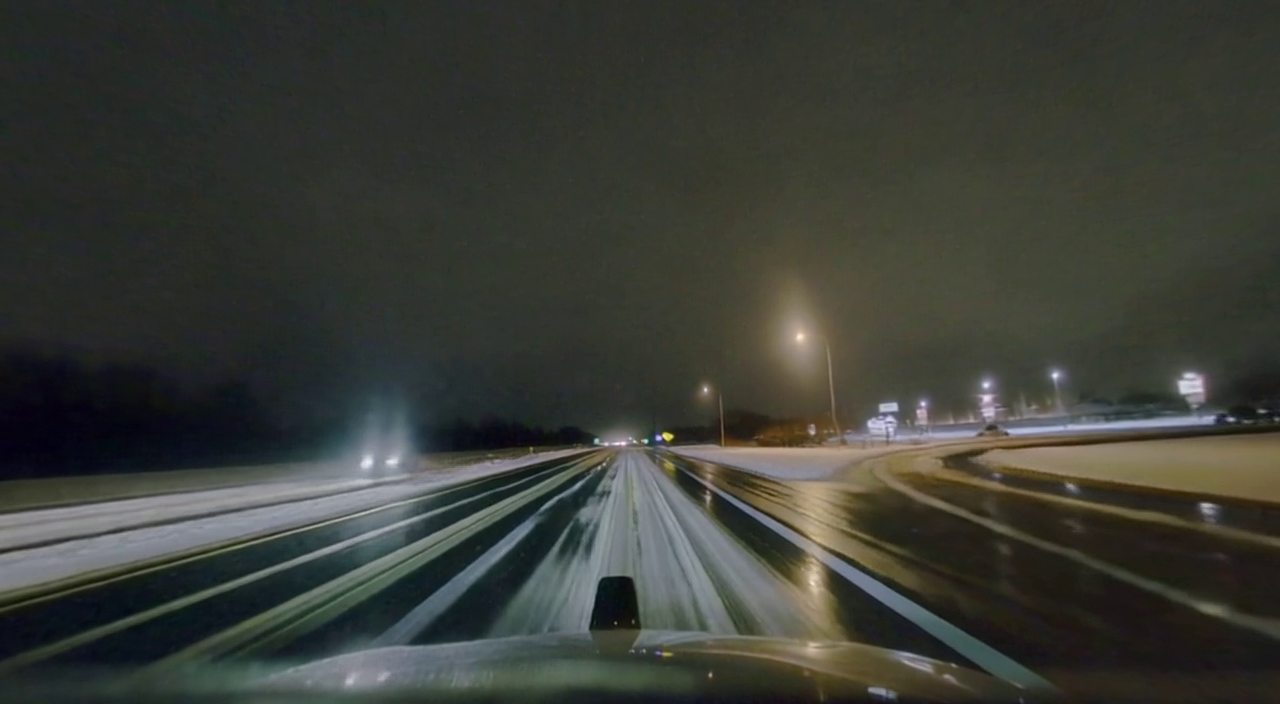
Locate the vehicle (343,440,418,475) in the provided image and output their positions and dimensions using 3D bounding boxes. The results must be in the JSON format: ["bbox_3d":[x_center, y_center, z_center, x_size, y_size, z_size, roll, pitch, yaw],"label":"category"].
[{"bbox_3d":[-14.688,5.979,35.950,2.140,1.808,4.733,-1,-8,1],"label":"vehicle"}]
